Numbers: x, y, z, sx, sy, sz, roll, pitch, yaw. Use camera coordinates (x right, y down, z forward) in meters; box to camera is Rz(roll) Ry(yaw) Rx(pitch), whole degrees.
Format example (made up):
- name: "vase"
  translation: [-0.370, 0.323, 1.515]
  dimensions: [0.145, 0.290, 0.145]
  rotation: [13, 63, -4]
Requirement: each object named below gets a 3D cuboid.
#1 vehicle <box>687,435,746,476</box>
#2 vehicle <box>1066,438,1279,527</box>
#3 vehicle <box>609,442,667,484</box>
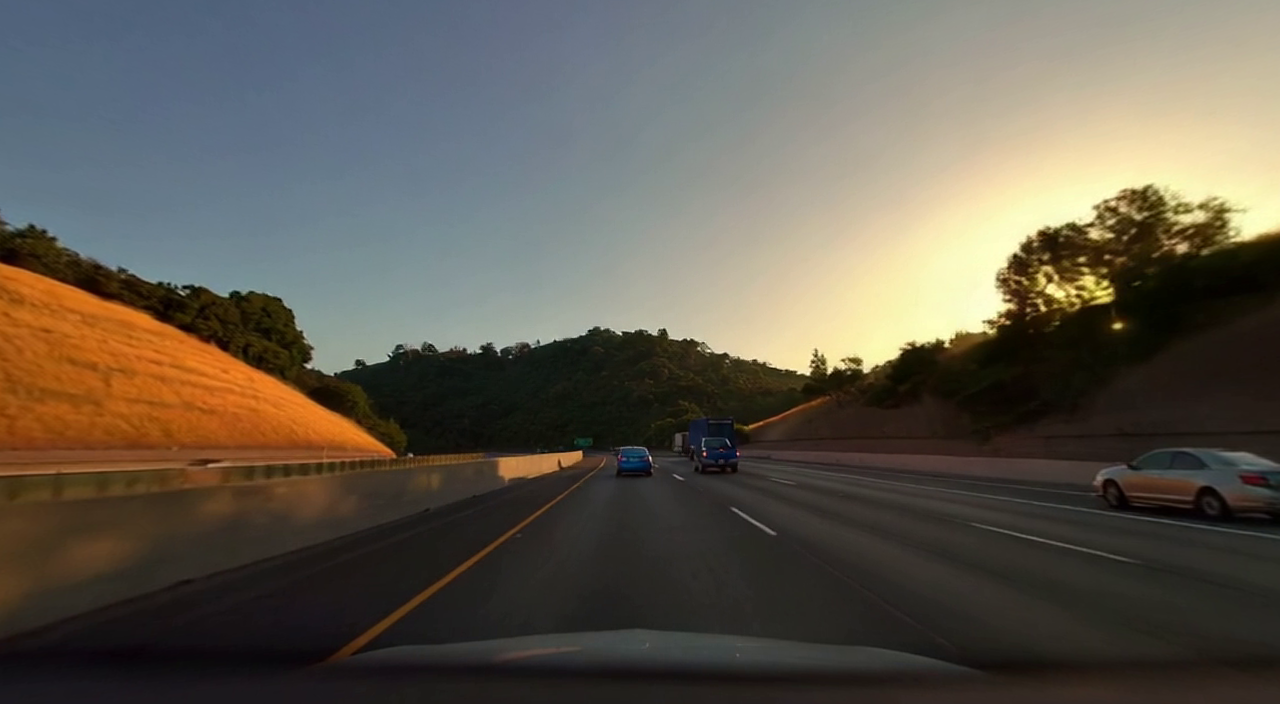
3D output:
- name: "vehicle"
  translation: [3.634, 5.029, 30.859]
  dimensions: [2.098, 1.794, 4.561]
  rotation: [0, -9, -2]
- name: "vehicle"
  translation: [11.086, 2.489, 12.685]
  dimensions: [1.945, 1.451, 4.397]
  rotation: [0, -9, -1]
- name: "vehicle"
  translation: [-0.122, 4.266, 24.541]
  dimensions: [2.083, 1.477, 3.965]
  rotation: [0, -9, -1]
